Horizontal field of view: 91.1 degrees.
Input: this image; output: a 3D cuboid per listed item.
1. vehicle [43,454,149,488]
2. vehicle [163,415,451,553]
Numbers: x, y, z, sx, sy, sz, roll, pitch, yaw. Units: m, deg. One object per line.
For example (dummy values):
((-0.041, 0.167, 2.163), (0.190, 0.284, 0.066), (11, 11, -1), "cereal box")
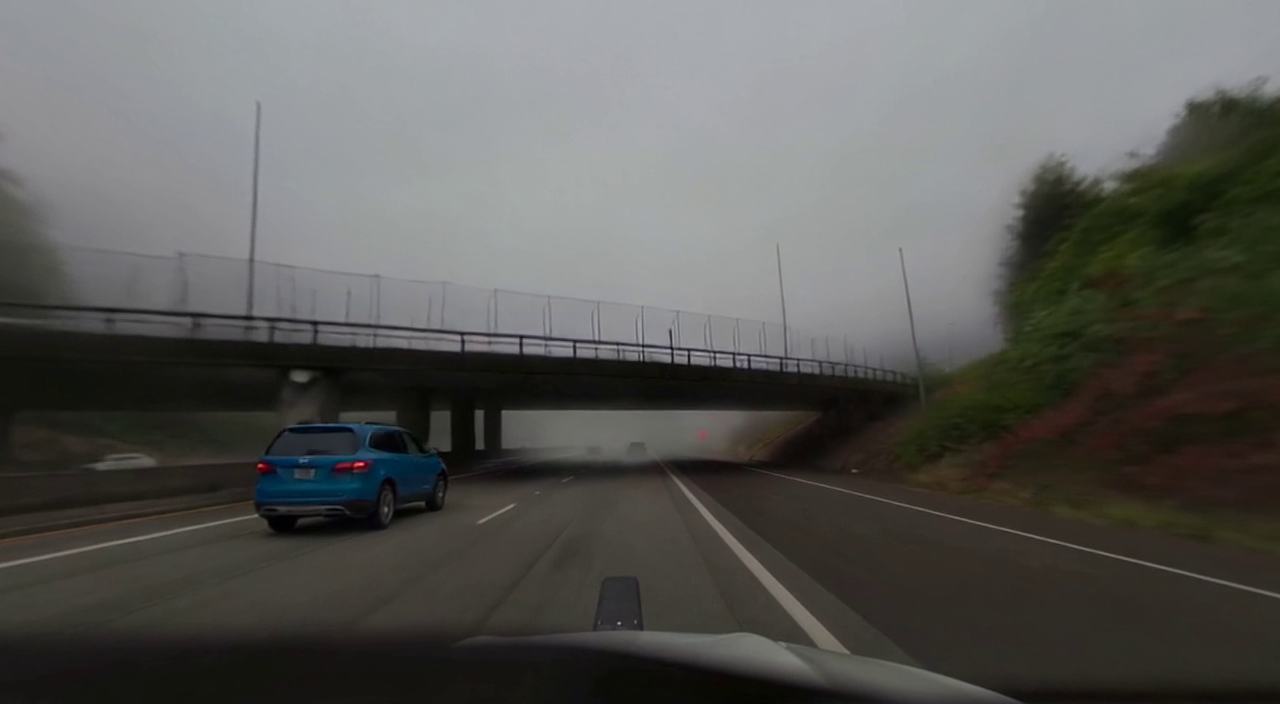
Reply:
((-27.887, 6.082, 32.386), (1.773, 1.554, 4.111), (0, -8, -1), "vehicle")
((-4.736, 1.924, 9.892), (2.125, 1.662, 4.336), (0, -8, 0), "vehicle")
